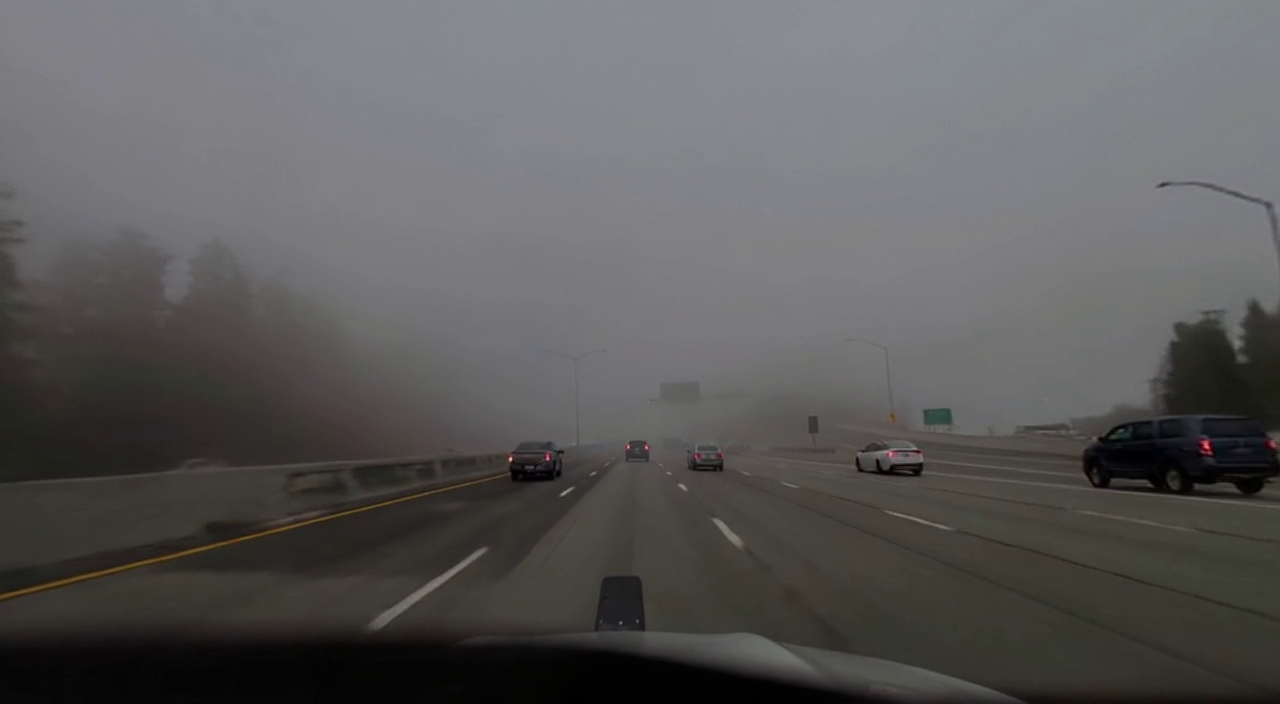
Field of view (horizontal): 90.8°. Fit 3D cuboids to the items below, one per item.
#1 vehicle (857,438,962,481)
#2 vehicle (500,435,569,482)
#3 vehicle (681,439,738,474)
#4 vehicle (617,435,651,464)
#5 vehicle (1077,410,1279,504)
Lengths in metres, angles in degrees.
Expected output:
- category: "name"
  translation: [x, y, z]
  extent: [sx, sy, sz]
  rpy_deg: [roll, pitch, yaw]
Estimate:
- category: "vehicle"
  translation: [9.496, 3.815, 22.662]
  extent: [1.910, 1.384, 3.867]
  rpy_deg: [1, -8, -3]
- category: "vehicle"
  translation: [-4.020, 4.120, 24.740]
  extent: [1.992, 1.651, 4.185]
  rpy_deg: [0, -8, 0]
- category: "vehicle"
  translation: [3.121, 4.768, 29.136]
  extent: [2.007, 1.469, 4.337]
  rpy_deg: [0, -8, -1]
- category: "vehicle"
  translation: [-0.386, 6.615, 42.905]
  extent: [2.192, 1.813, 4.864]
  rpy_deg: [0, -8, 0]
- category: "vehicle"
  translation: [12.956, 2.376, 14.665]
  extent: [2.076, 1.799, 4.871]
  rpy_deg: [0, -8, -1]
